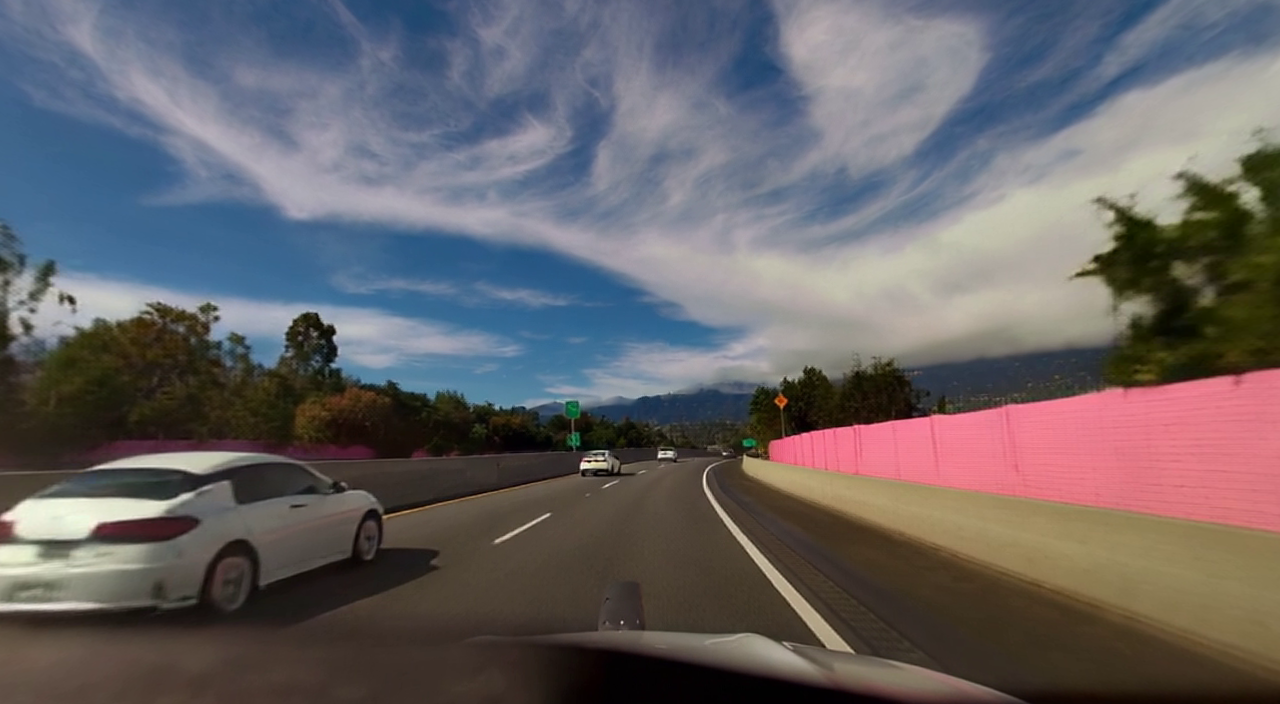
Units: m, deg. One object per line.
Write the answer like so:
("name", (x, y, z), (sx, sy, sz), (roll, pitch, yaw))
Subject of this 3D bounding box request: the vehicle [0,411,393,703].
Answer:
("vehicle", (-3.665, 1.311, 4.788), (1.884, 1.469, 3.959), (0, -9, 1))

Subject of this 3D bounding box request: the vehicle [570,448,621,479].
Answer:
("vehicle", (-2.121, 5.472, 31.333), (1.746, 1.405, 4.339), (-1, -9, 6))
